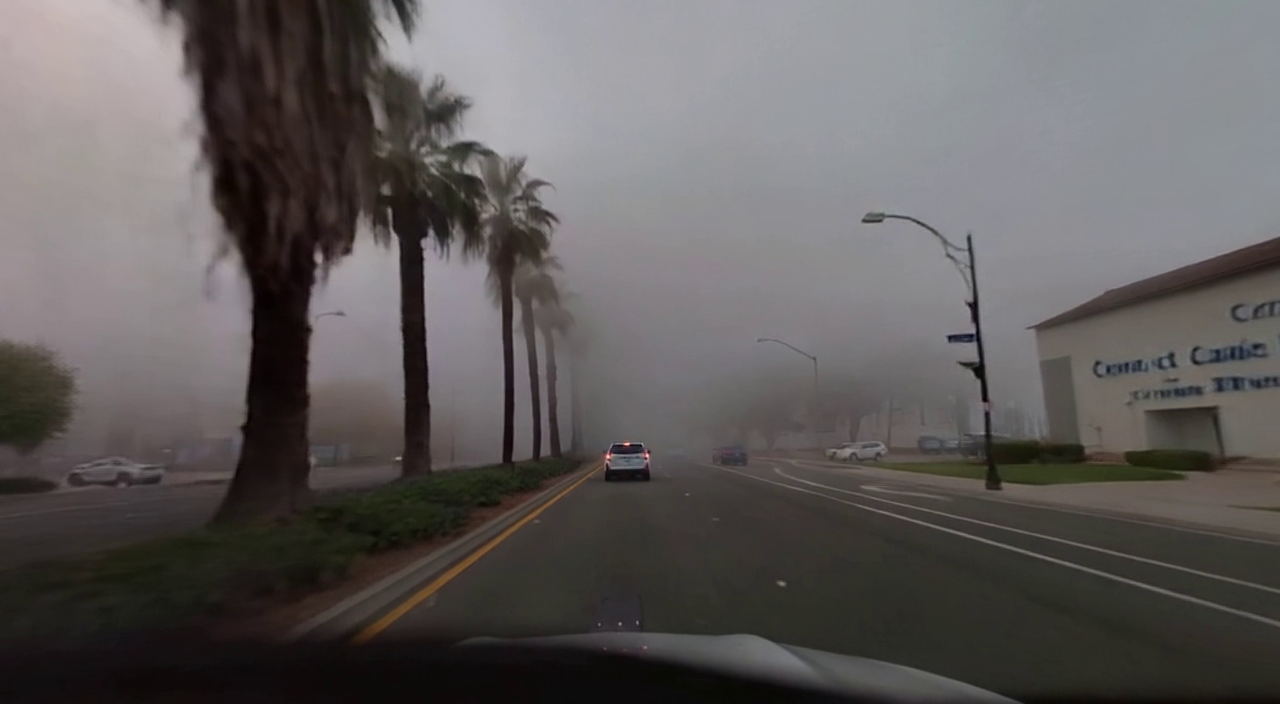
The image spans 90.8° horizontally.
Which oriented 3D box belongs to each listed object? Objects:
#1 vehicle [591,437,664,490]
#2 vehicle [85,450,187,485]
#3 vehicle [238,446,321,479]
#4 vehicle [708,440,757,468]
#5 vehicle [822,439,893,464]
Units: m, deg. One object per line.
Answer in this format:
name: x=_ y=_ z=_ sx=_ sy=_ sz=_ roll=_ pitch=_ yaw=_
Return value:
vehicle: x=-0.367 y=3.529 z=20.293 sx=2.106 sy=1.496 sz=3.964 roll=0 pitch=-9 yaw=0
vehicle: x=-27.047 y=6.170 z=34.151 sx=1.934 sy=1.736 sz=4.341 roll=0 pitch=-9 yaw=-1
vehicle: x=-19.302 y=5.918 z=34.050 sx=2.021 sy=1.666 sz=4.247 roll=0 pitch=-9 yaw=-1
vehicle: x=5.744 y=6.383 z=39.727 sx=2.244 sy=1.618 sz=4.585 roll=0 pitch=-9 yaw=-2
vehicle: x=15.752 y=7.199 z=45.890 sx=4.358 sy=1.732 sz=2.129 roll=0 pitch=-9 yaw=-3
